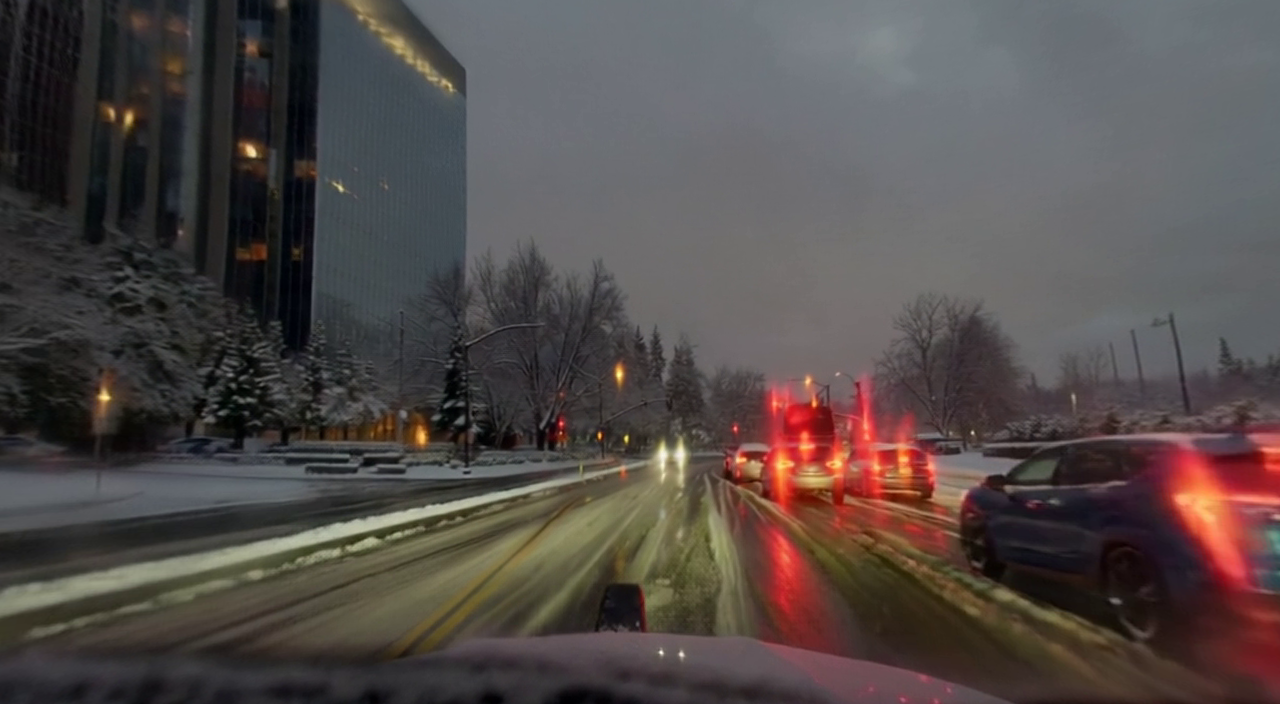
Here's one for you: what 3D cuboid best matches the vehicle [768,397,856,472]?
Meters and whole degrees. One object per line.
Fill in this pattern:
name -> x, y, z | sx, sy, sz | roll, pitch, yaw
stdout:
vehicle -> 9.678, 5.003, 37.260 | 3.128, 3.616, 13.736 | -1, -9, 8

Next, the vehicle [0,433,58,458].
vehicle -> -44.862, 6.675, 44.845 | 4.600, 1.700, 1.957 | 1, -9, -4

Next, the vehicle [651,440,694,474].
vehicle -> 1.848, 5.687, 34.283 | 2.121, 1.728, 4.161 | -1, -9, 6

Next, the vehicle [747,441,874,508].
vehicle -> 4.354, 3.197, 16.863 | 2.183, 1.553, 3.923 | 0, -9, -2

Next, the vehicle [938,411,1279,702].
vehicle -> 4.784, 1.495, 5.908 | 2.089, 1.609, 4.922 | -1, -9, 7

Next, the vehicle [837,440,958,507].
vehicle -> 6.957, 3.285, 17.509 | 1.983, 1.628, 3.885 | -1, -9, 5
